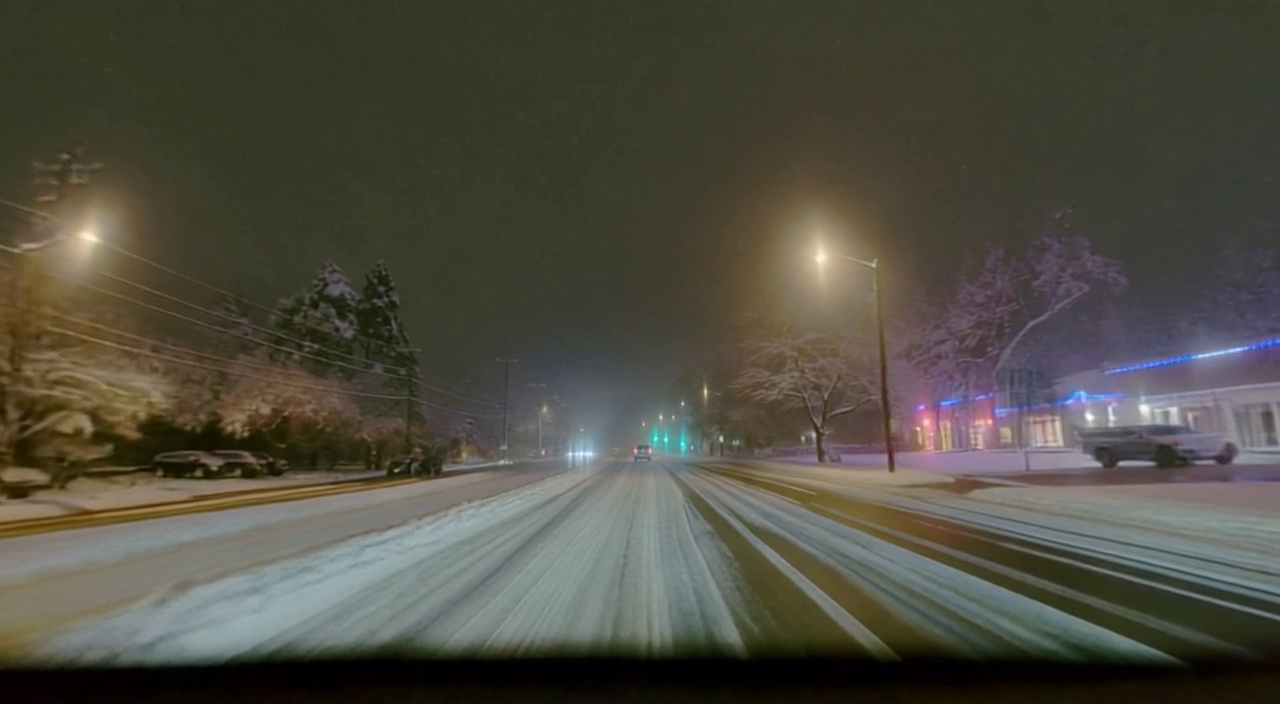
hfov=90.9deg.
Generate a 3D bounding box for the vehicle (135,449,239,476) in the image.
[{"bbox_3d":[-27.182,6.643,37.942,4.591,1.566,2.133,0,-9,-2],"label":"vehicle"}]

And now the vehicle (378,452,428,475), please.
[{"bbox_3d":[-18.618,8.725,49.697,1.959,1.682,4.628,0,-9,3],"label":"vehicle"}]

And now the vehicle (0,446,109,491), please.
[{"bbox_3d":[-26.443,4.981,27.267,4.979,1.829,2.087,0,-9,2],"label":"vehicle"}]

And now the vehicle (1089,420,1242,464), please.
[{"bbox_3d":[22.737,3.963,27.618,2.217,1.737,4.962,1,-9,-3],"label":"vehicle"}]
